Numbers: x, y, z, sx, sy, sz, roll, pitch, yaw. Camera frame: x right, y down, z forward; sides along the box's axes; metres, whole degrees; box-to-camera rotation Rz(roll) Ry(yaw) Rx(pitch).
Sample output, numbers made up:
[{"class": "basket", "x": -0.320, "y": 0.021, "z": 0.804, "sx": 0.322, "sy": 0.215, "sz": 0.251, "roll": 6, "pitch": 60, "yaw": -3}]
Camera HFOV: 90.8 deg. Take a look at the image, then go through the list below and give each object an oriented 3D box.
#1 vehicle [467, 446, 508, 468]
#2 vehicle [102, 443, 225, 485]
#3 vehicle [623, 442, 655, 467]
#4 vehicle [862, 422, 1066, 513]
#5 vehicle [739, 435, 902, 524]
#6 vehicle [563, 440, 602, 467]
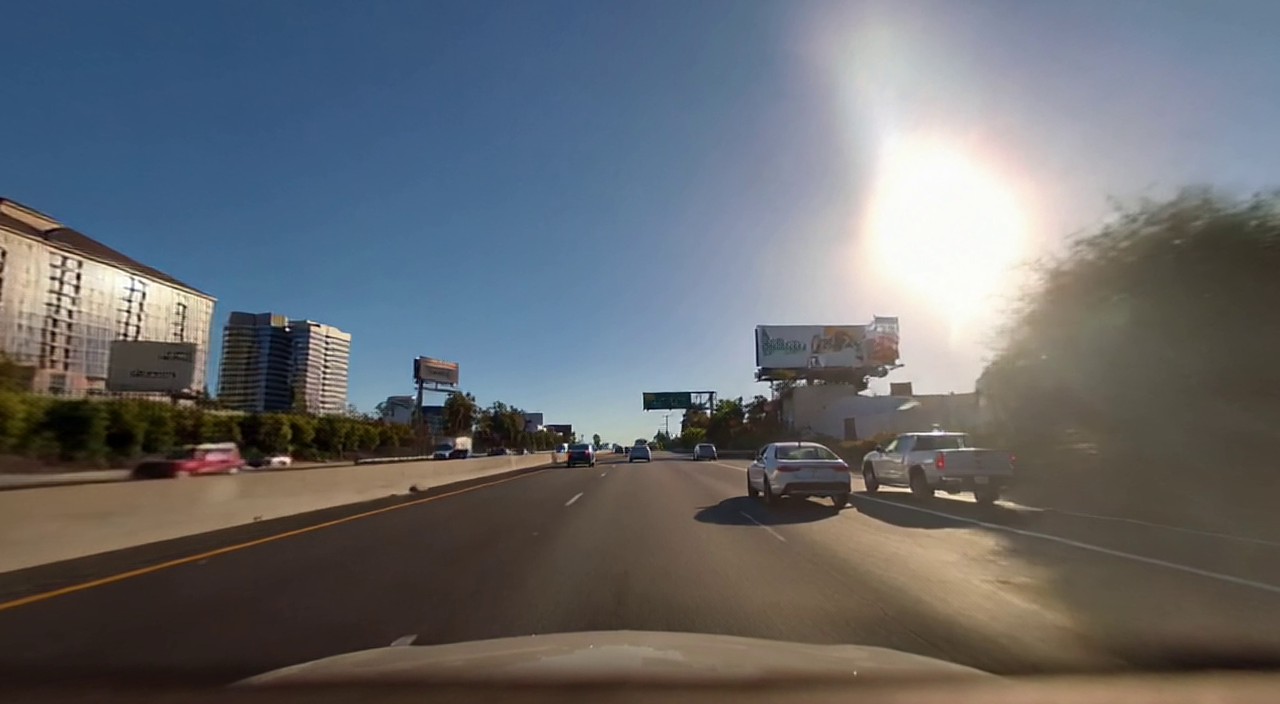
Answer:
[{"class": "vehicle", "x": -11.160, "y": 7.716, "z": 46.509, "sx": 1.888, "sy": 1.486, "sz": 4.616, "roll": 0, "pitch": -9, "yaw": 0}, {"class": "vehicle", "x": -20.994, "y": 4.933, "z": 28.139, "sx": 1.922, "sy": 1.658, "sz": 4.538, "roll": 0, "pitch": -9, "yaw": -1}, {"class": "vehicle", "x": -0.069, "y": 7.355, "z": 45.566, "sx": 2.191, "sy": 1.685, "sz": 4.015, "roll": 0, "pitch": -9, "yaw": -1}, {"class": "vehicle", "x": 7.326, "y": 2.674, "z": 15.056, "sx": 2.176, "sy": 1.793, "sz": 4.841, "roll": 0, "pitch": -9, "yaw": -2}, {"class": "vehicle", "x": 3.463, "y": 2.552, "z": 13.187, "sx": 1.987, "sy": 1.509, "sz": 4.512, "roll": 0, "pitch": -9, "yaw": -1}, {"class": "vehicle", "x": -3.949, "y": 7.114, "z": 44.307, "sx": 2.256, "sy": 1.756, "sz": 4.745, "roll": 0, "pitch": -9, "yaw": 0}]
